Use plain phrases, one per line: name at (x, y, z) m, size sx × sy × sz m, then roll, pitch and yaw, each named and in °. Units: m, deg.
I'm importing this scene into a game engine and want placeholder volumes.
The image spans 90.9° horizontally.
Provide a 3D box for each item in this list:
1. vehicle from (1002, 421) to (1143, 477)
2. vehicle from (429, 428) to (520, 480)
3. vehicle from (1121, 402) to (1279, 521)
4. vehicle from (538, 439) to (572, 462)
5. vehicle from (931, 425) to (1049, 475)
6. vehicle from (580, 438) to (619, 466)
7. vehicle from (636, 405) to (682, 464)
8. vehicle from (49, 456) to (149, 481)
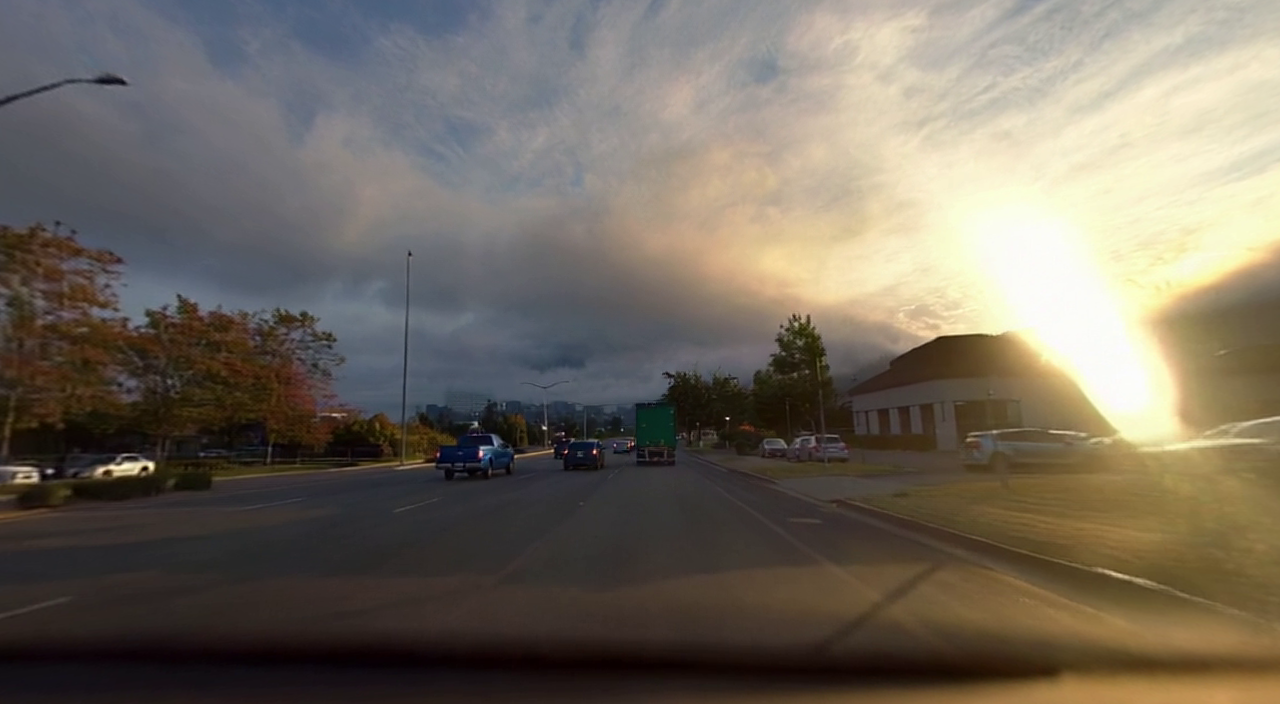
vehicle at (15.178, 3.433, 22.473) m, size 1.995 × 1.785 × 4.343 m, roll 0°, pitch -8°, yaw 1°
vehicle at (-6.573, 4.129, 25.725) m, size 2.149 × 1.893 × 5.187 m, roll 0°, pitch -8°, yaw 2°
vehicle at (10.393, 1.640, 9.702) m, size 4.335 × 1.618 × 1.973 m, roll 0°, pitch -9°, yaw -1°
vehicle at (-6.346, 7.426, 47.481) m, size 1.908 × 1.616 × 4.089 m, roll 0°, pitch -8°, yaw 2°
vehicle at (12.563, 3.566, 23.018) m, size 1.880 × 1.642 × 4.523 m, roll -1°, pitch -8°, yaw 3°
vehicle at (-2.566, 6.516, 41.182) m, size 2.114 × 1.663 × 4.381 m, roll 0°, pitch -8°, yaw 2°
vehicle at (1.225, 5.798, 43.698) m, size 2.905 × 3.644 × 8.441 m, roll 0°, pitch -8°, yaw 1°
vehicle at (-33.673, 7.233, 39.306) m, size 4.409 × 1.480 × 2.092 m, roll -1°, pitch -8°, yaw 3°
